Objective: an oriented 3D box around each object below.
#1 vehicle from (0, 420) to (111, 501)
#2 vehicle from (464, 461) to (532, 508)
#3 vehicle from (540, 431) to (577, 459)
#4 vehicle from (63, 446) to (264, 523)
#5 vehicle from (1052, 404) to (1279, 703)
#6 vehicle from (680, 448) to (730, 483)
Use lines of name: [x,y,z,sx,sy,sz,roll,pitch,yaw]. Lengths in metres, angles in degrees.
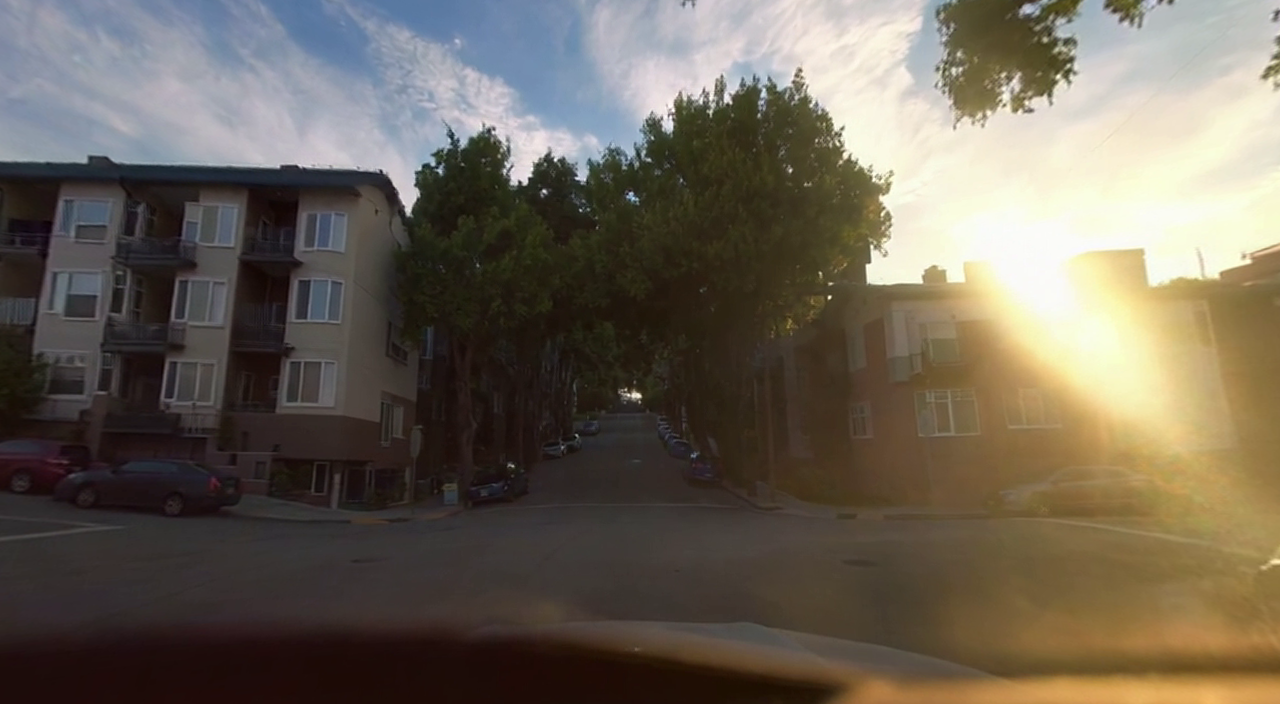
vehicle: [-19.131,3.081,18.802,4.665,1.866,2.002,9,-9,-1]
vehicle: [-5.859,5.500,26.571,1.987,1.662,4.141,-2,-9,-1]
vehicle: [-6.166,7.058,48.256,2.101,1.732,4.119,-3,-5,3]
vehicle: [-13.982,3.925,18.743,4.243,1.676,1.844,6,-12,1]
vehicle: [3.352,0.769,0.919,2.064,1.548,5.186,0,-8,1]
vehicle: [3.421,6.061,34.184,2.051,1.526,4.673,0,-6,-2]
